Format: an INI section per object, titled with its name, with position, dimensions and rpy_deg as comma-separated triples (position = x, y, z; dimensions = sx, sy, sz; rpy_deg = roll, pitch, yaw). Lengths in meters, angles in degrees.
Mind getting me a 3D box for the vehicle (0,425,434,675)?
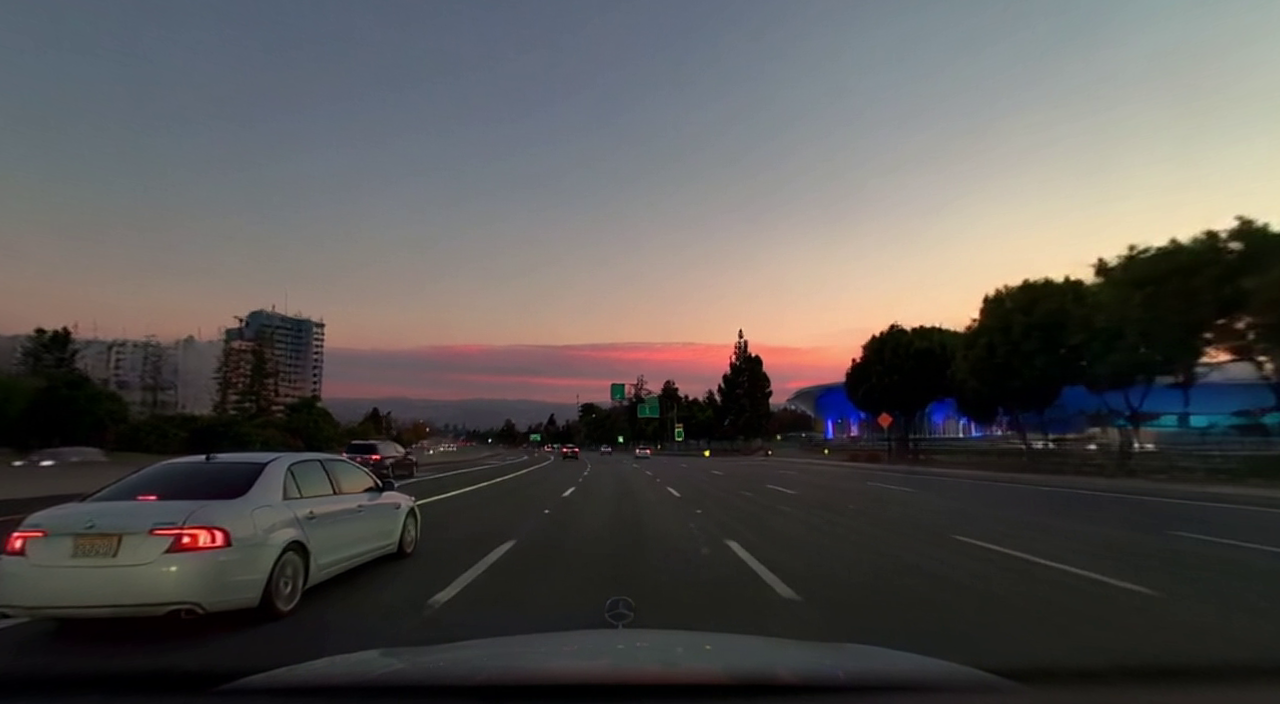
[vehicle]
position = -3.698, 1.515, 6.038
dimensions = 2.018, 1.476, 4.364
rpy_deg = 0, -8, 0
